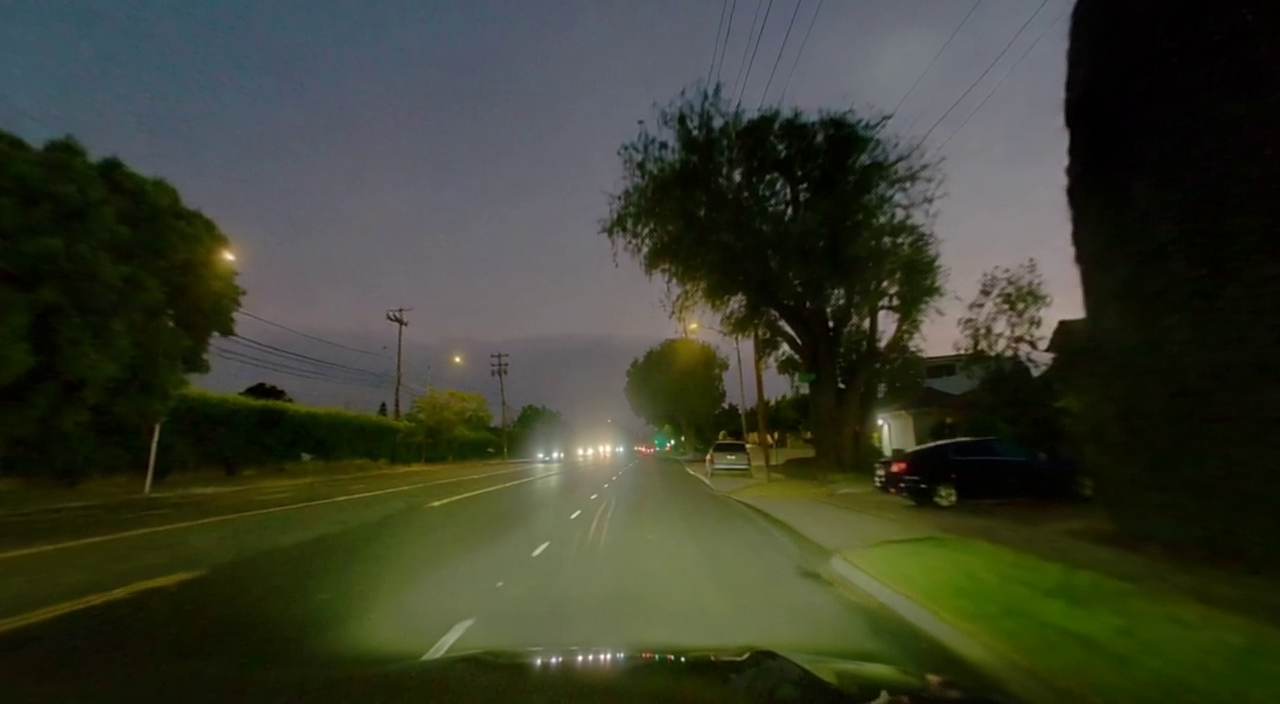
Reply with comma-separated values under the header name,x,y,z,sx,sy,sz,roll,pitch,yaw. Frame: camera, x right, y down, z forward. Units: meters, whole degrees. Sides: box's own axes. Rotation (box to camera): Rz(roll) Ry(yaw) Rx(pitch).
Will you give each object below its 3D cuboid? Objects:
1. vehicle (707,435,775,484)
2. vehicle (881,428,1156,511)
name,x,y,z,sx,sy,sz,roll,pitch,yaw
vehicle,4.314,4.672,27.768,2.228,1.885,4.854,1,-8,0
vehicle,7.967,2.507,13.658,4.719,1.556,1.869,1,-8,1
